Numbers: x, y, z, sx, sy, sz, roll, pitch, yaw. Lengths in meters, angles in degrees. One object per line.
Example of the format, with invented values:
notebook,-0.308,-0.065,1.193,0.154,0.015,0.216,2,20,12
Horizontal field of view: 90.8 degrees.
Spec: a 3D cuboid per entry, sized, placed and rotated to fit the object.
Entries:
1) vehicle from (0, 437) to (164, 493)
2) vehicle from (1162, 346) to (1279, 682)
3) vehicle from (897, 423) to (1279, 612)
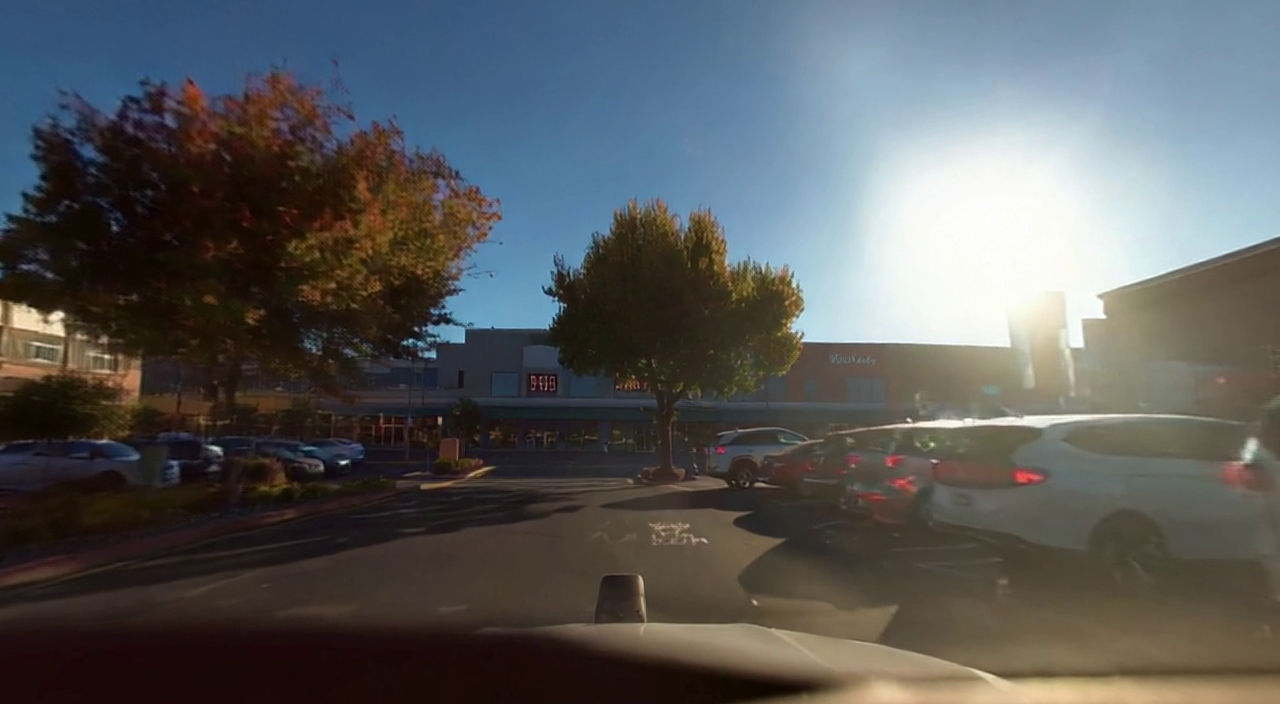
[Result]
vehicle,-17.086,3.305,18.698,4.651,1.494,1.914,6,-10,-36
vehicle,5.757,0.864,3.270,4.256,1.876,2.064,0,-8,-3
vehicle,5.314,1.520,6.426,4.449,1.513,2.087,1,-8,-6
